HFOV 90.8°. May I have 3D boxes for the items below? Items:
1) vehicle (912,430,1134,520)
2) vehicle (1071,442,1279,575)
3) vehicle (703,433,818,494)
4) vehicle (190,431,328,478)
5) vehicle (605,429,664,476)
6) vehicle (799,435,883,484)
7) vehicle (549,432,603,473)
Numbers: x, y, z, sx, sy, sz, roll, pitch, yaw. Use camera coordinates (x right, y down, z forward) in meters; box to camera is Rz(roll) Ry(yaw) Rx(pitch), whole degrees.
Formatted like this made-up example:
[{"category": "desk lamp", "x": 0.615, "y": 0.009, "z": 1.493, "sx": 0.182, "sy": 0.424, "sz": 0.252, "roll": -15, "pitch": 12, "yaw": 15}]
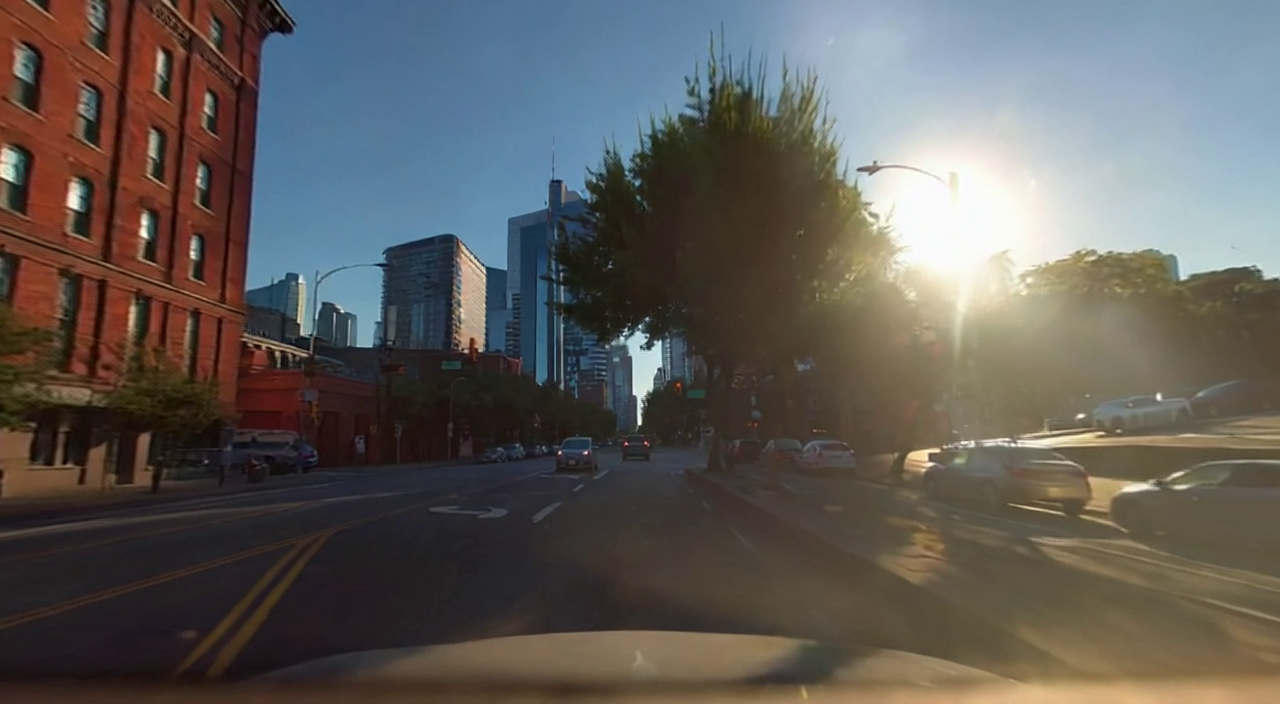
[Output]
[{"category": "vehicle", "x": 8.116, "y": 2.572, "z": 14.060, "sx": 1.963, "sy": 1.649, "sz": 4.562, "roll": 0, "pitch": -7, "yaw": -2}, {"category": "vehicle", "x": 8.207, "y": 1.889, "z": 7.980, "sx": 2.054, "sy": 1.455, "sz": 4.786, "roll": 0, "pitch": -8, "yaw": -1}, {"category": "vehicle", "x": 3.269, "y": 3.155, "z": 18.324, "sx": 2.238, "sy": 1.499, "sz": 4.964, "roll": 0, "pitch": -8, "yaw": -2}, {"category": "vehicle", "x": -23.502, "y": 6.325, "z": 39.206, "sx": 6.679, "sy": 2.794, "sz": 2.850, "roll": 0, "pitch": -9, "yaw": 1}, {"category": "vehicle", "x": -0.218, "y": 4.305, "z": 27.284, "sx": 2.329, "sy": 1.842, "sz": 4.537, "roll": 0, "pitch": -8, "yaw": 0}, {"category": "vehicle", "x": 8.074, "y": 4.306, "z": 25.846, "sx": 1.959, "sy": 1.719, "sz": 4.538, "roll": 1, "pitch": -7, "yaw": 0}, {"category": "vehicle", "x": -2.929, "y": 4.720, "z": 29.870, "sx": 2.297, "sy": 1.812, "sz": 4.244, "roll": 0, "pitch": -8, "yaw": -3}]
